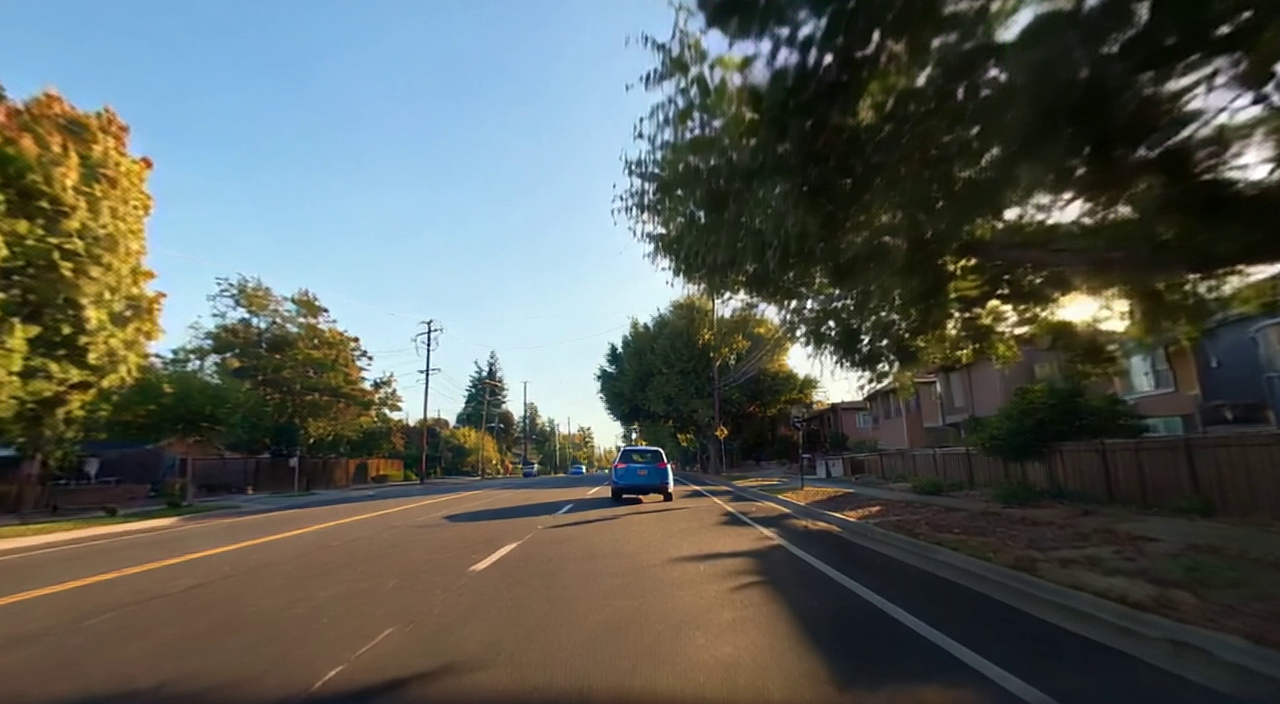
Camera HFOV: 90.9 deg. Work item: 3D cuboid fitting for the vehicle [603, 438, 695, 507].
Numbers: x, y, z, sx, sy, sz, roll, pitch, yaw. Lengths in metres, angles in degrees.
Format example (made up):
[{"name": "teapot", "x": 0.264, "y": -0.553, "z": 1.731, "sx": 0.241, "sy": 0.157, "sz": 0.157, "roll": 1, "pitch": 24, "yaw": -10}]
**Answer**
[{"name": "vehicle", "x": 0.228, "y": 3.231, "z": 17.333, "sx": 2.200, "sy": 1.653, "sz": 4.127, "roll": 0, "pitch": -9, "yaw": 0}]
